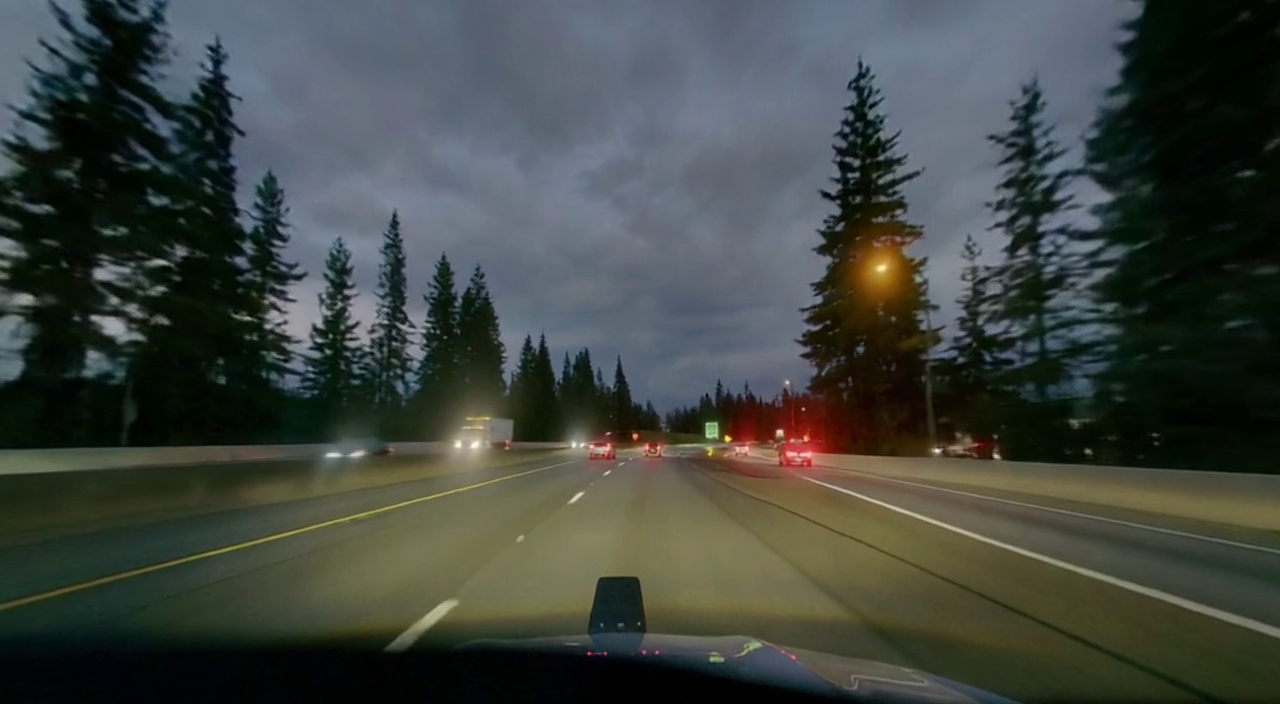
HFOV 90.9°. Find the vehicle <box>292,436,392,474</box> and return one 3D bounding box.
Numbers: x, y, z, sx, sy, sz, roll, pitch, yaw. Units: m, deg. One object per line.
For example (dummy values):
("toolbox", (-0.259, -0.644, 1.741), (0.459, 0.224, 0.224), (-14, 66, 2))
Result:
("vehicle", (-13.095, 4.556, 28.069), (2.059, 1.527, 4.706), (0, -8, 1))

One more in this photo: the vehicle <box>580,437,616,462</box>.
("vehicle", (-3.007, 7.084, 46.009), (2.129, 1.742, 4.217), (-1, -8, 3))
